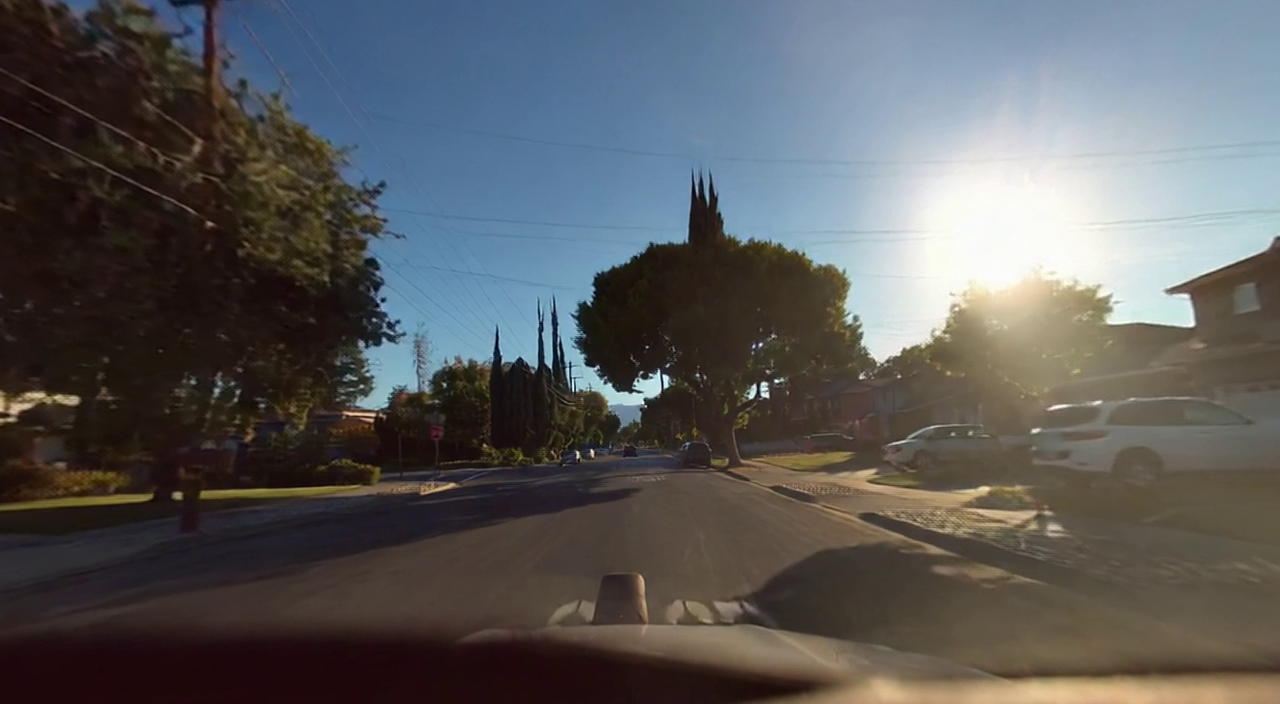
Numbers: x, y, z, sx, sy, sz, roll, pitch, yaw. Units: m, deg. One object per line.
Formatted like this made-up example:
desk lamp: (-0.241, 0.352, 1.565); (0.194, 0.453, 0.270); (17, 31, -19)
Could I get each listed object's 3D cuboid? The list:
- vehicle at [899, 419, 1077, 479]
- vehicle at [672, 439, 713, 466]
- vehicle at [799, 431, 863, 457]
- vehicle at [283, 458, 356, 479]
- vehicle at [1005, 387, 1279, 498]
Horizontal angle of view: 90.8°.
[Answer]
vehicle: (10.953, 3.085, 20.202); (4.382, 1.794, 2.100); (0, -8, 2)
vehicle: (3.454, 6.740, 42.454); (2.134, 1.720, 4.515); (1, -8, -3)
vehicle: (14.959, 7.244, 49.703); (4.283, 1.660, 2.035); (-3, -6, -1)
vehicle: (-24.231, 8.816, 47.832); (4.479, 1.475, 1.842); (0, -8, 2)
vehicle: (11.129, 1.826, 12.705); (5.968, 1.963, 2.573); (1, -8, -2)
